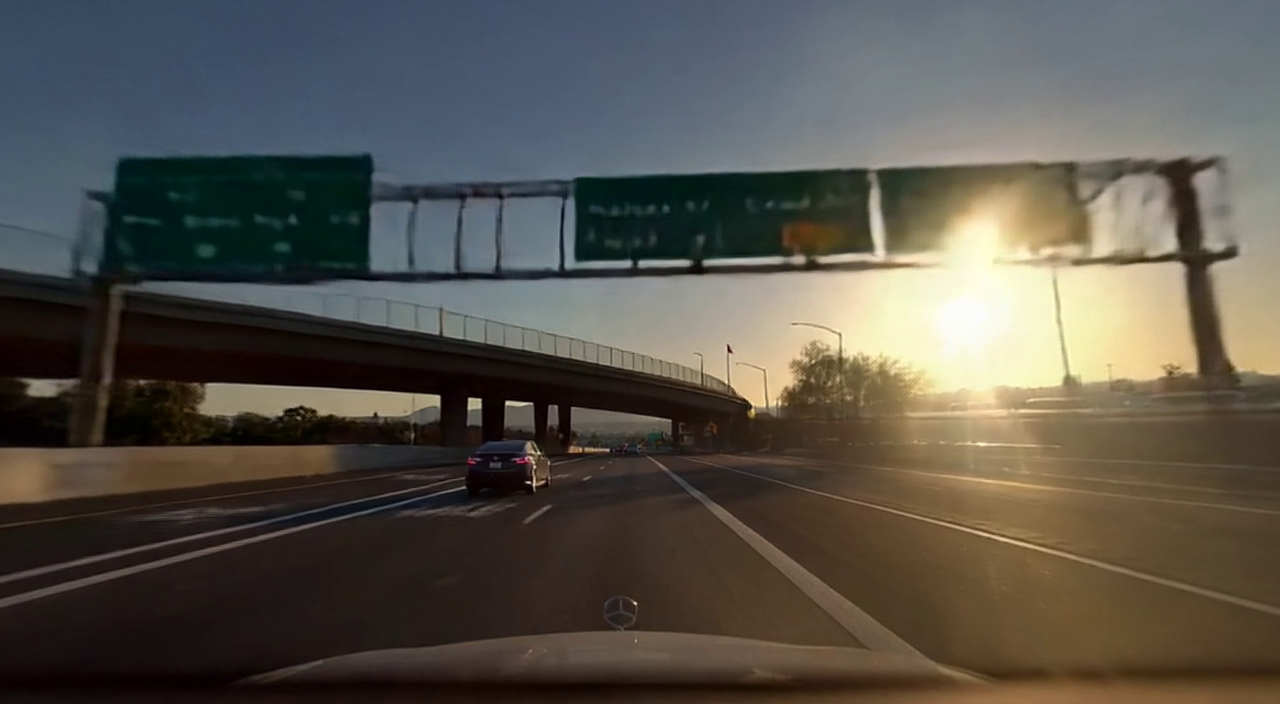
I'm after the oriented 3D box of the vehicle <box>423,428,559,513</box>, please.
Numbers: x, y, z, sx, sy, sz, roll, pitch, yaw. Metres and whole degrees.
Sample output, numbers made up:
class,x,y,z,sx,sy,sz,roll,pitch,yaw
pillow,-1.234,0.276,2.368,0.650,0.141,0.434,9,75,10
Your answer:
class,x,y,z,sx,sy,sz,roll,pitch,yaw
vehicle,-3.292,2.711,14.976,2.178,1.699,4.321,0,-8,-1
